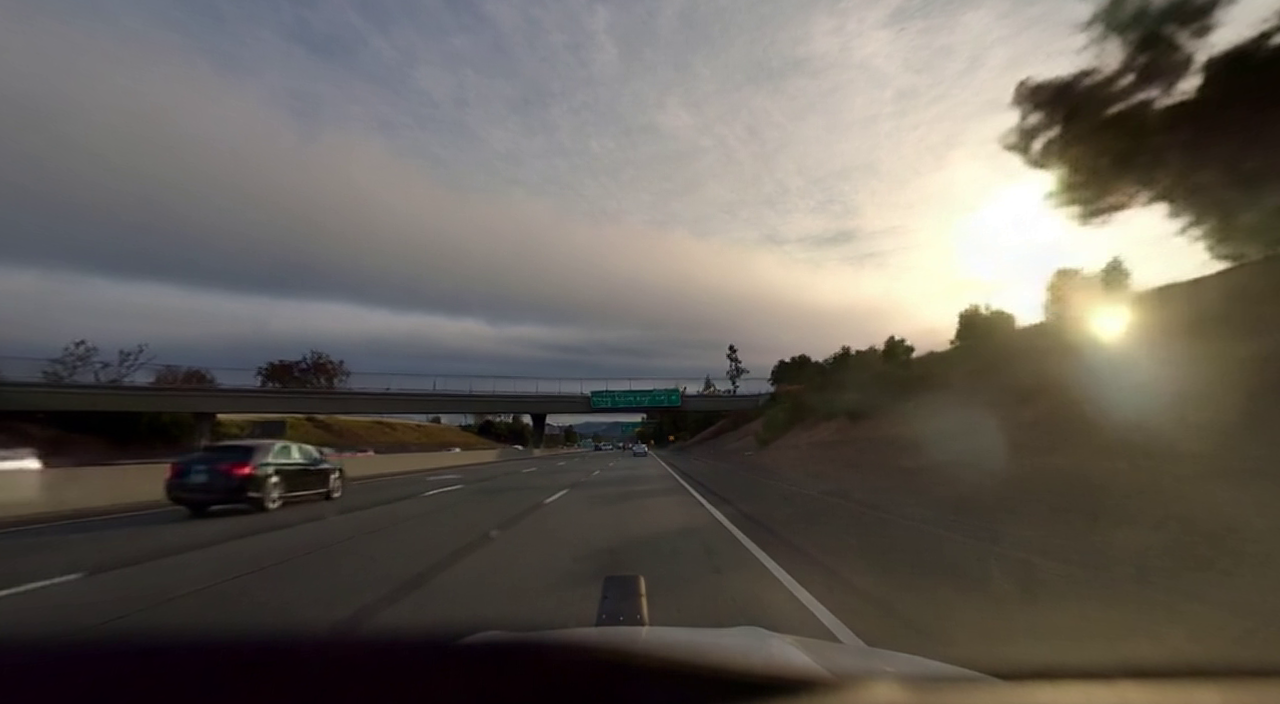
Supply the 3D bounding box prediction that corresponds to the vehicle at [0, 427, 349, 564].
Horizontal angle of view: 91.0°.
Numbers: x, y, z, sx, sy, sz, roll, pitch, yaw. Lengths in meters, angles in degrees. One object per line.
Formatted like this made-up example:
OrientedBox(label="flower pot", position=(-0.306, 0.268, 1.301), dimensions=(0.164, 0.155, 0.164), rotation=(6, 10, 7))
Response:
OrientedBox(label="vehicle", position=(-6.633, 2.004, 9.661), dimensions=(1.916, 1.545, 4.757), rotation=(0, -8, 2))
